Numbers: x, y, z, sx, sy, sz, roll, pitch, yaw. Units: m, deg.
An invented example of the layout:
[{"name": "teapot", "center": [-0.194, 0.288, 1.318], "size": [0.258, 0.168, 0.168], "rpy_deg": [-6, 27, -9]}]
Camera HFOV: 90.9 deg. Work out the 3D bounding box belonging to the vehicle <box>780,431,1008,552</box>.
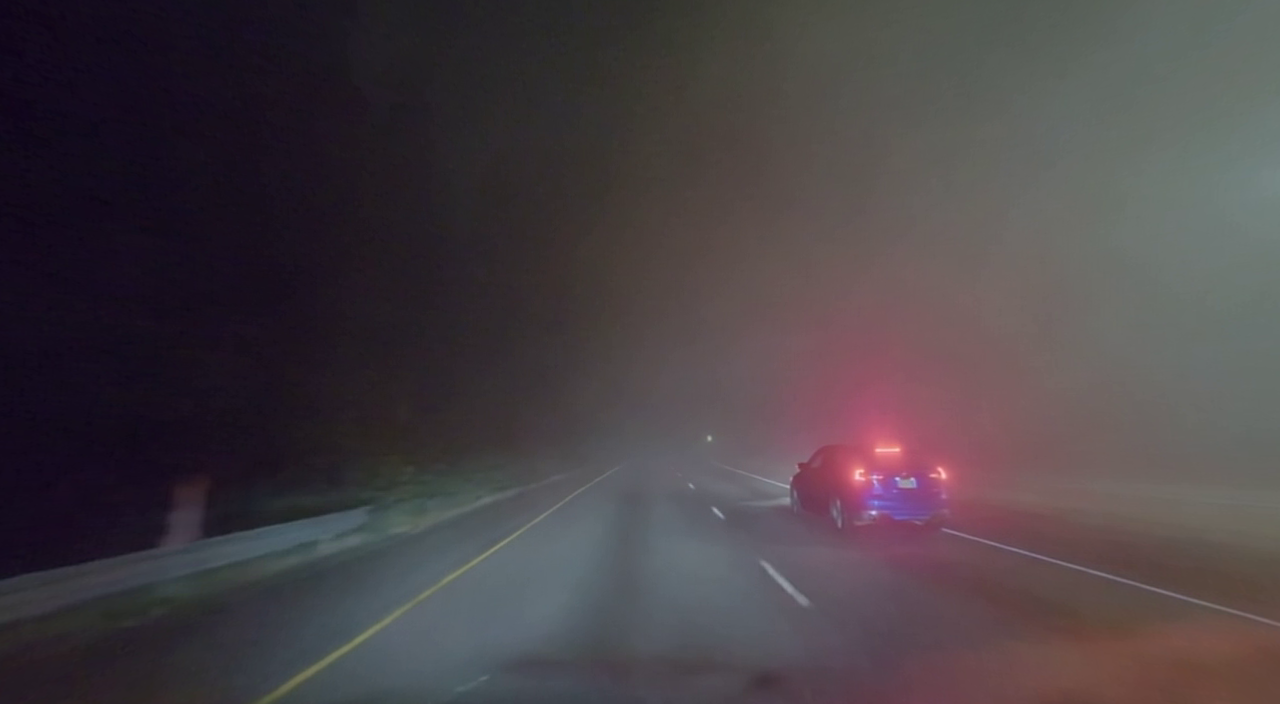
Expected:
[{"name": "vehicle", "center": [3.690, 2.081, 10.115], "size": [1.997, 1.515, 4.025], "rpy_deg": [0, -8, 0]}]
